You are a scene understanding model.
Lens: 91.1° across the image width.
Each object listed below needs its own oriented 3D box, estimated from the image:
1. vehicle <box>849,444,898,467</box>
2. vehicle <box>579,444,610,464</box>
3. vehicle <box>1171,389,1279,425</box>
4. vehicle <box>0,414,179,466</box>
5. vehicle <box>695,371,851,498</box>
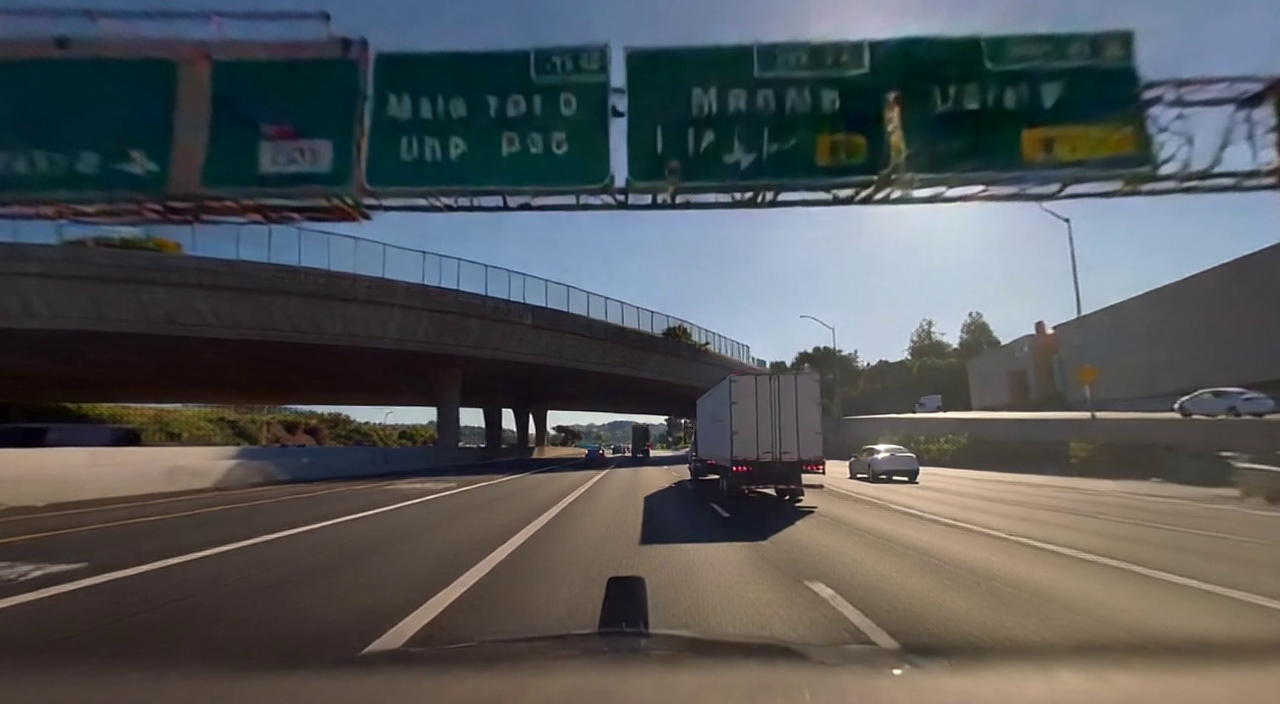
[{"bbox_3d":[17.458,7.757,47.071,2.021,1.549,4.322,1,-9,0],"label":"vehicle"},{"bbox_3d":[-3.572,8.086,49.882,2.143,1.529,4.918,0,-9,-1],"label":"vehicle"},{"bbox_3d":[28.545,2.713,30.309,1.928,1.603,4.315,1,-7,-2],"label":"vehicle"},{"bbox_3d":[-34.406,5.462,38.511,2.707,2.682,12.974,0,-8,-1],"label":"vehicle"},{"bbox_3d":[4.006,2.969,22.156,3.049,3.395,10.595,0,-9,-1],"label":"vehicle"}]
